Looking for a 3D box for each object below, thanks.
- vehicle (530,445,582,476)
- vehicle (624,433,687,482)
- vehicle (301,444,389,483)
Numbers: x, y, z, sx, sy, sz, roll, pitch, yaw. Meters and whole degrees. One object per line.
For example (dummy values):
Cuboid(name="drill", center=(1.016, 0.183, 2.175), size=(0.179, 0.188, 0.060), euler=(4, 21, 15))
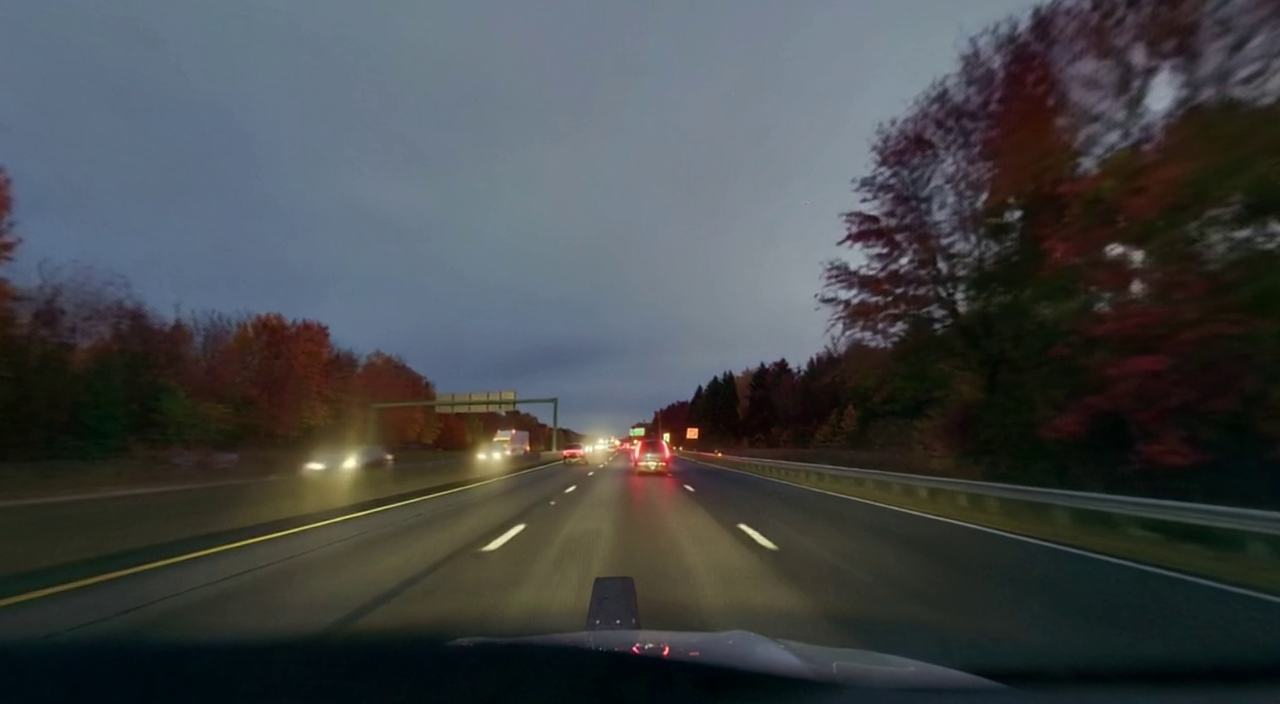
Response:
Cuboid(name="vehicle", center=(-4.059, 5.294, 30.857), size=(2.037, 1.418, 3.793), euler=(0, -9, 0))
Cuboid(name="vehicle", center=(0.515, 4.168, 24.935), size=(2.250, 1.718, 4.358), euler=(0, -9, -1))
Cuboid(name="vehicle", center=(-13.528, 5.112, 29.034), size=(1.979, 1.647, 4.207), euler=(0, -9, 0))
